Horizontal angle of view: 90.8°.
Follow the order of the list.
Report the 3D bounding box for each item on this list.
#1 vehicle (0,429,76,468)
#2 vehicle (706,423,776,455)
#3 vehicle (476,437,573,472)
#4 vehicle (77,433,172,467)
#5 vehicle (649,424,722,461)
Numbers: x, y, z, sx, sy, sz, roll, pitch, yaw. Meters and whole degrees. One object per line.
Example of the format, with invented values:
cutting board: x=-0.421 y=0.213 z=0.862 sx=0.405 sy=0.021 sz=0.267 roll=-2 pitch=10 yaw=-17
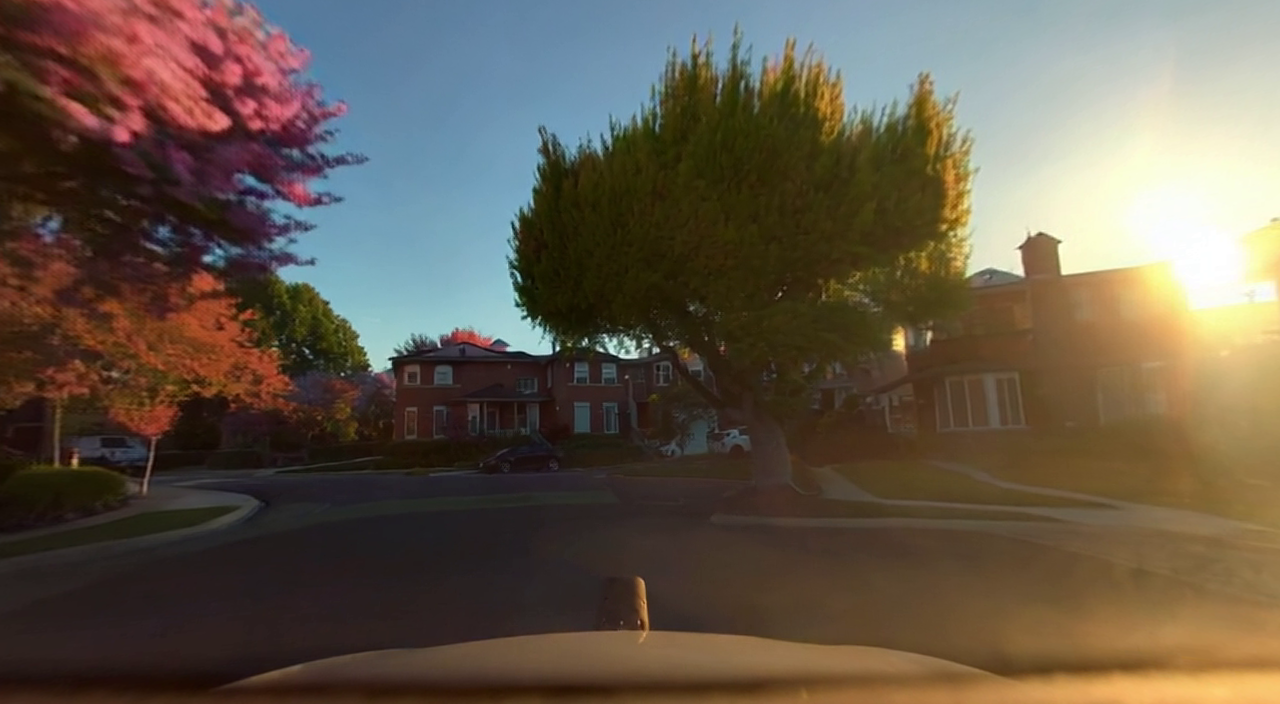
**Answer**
vehicle: x=-29.089 y=4.439 z=29.041 sx=4.435 sy=1.707 sz=2.046 roll=-1 pitch=-9 yaw=5
vehicle: x=6.173 y=5.307 z=38.203 sx=2.152 sy=1.773 sz=4.495 roll=-7 pitch=-11 yaw=39
vehicle: x=-6.290 y=5.650 z=34.832 sx=4.815 sy=1.827 sz=2.147 roll=-1 pitch=-9 yaw=7
vehicle: x=-28.365 y=5.380 z=34.772 sx=4.237 sy=1.728 sz=2.203 roll=-4 pitch=-10 yaw=24
vehicle: x=2.835 y=5.445 z=38.441 sx=2.310 sy=1.701 sz=4.280 roll=-4 pitch=-2 yaw=39
